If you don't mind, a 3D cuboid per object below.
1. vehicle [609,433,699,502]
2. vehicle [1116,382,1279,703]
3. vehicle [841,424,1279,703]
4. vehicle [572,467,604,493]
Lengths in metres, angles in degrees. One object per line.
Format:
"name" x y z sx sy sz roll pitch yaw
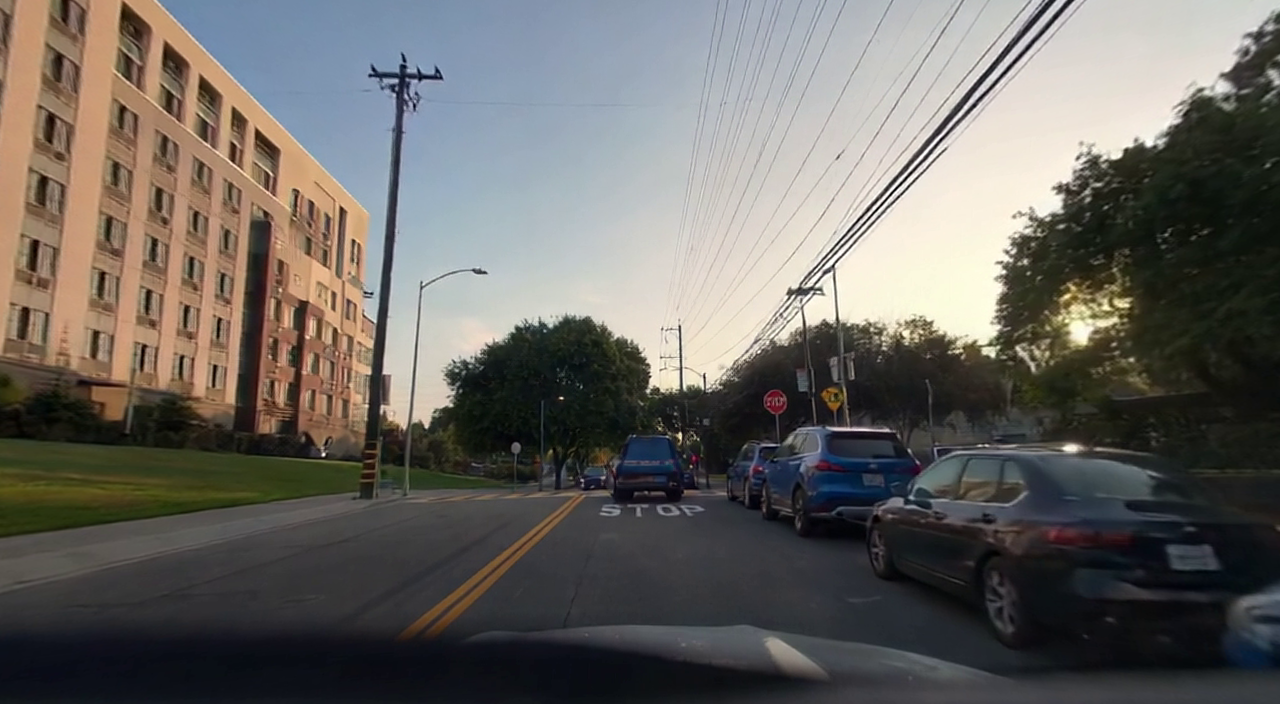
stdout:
"vehicle" 0.583 3.440 19.340 2.214 1.789 4.872 -1 -8 7
"vehicle" 3.305 0.700 0.878 2.041 1.581 4.089 0 -8 0
"vehicle" 3.395 1.428 5.436 1.828 1.476 3.984 0 -8 -3
"vehicle" -3.670 9.129 45.206 1.911 1.563 4.057 0 -8 0
